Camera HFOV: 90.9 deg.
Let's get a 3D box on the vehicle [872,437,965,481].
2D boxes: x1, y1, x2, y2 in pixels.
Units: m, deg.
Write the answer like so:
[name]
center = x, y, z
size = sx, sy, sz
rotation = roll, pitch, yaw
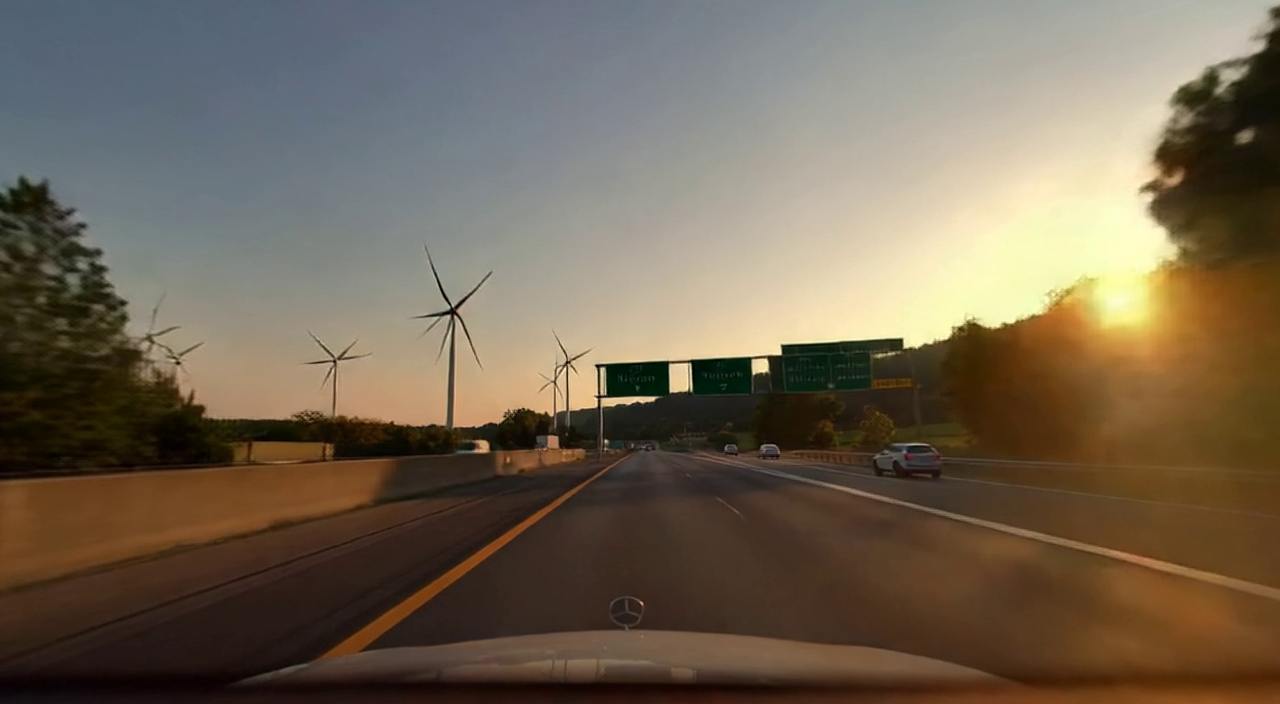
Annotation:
[vehicle]
center = 11.705, 4.520, 26.867
size = 1.897, 1.669, 4.825
rotation = 0, -9, 2
